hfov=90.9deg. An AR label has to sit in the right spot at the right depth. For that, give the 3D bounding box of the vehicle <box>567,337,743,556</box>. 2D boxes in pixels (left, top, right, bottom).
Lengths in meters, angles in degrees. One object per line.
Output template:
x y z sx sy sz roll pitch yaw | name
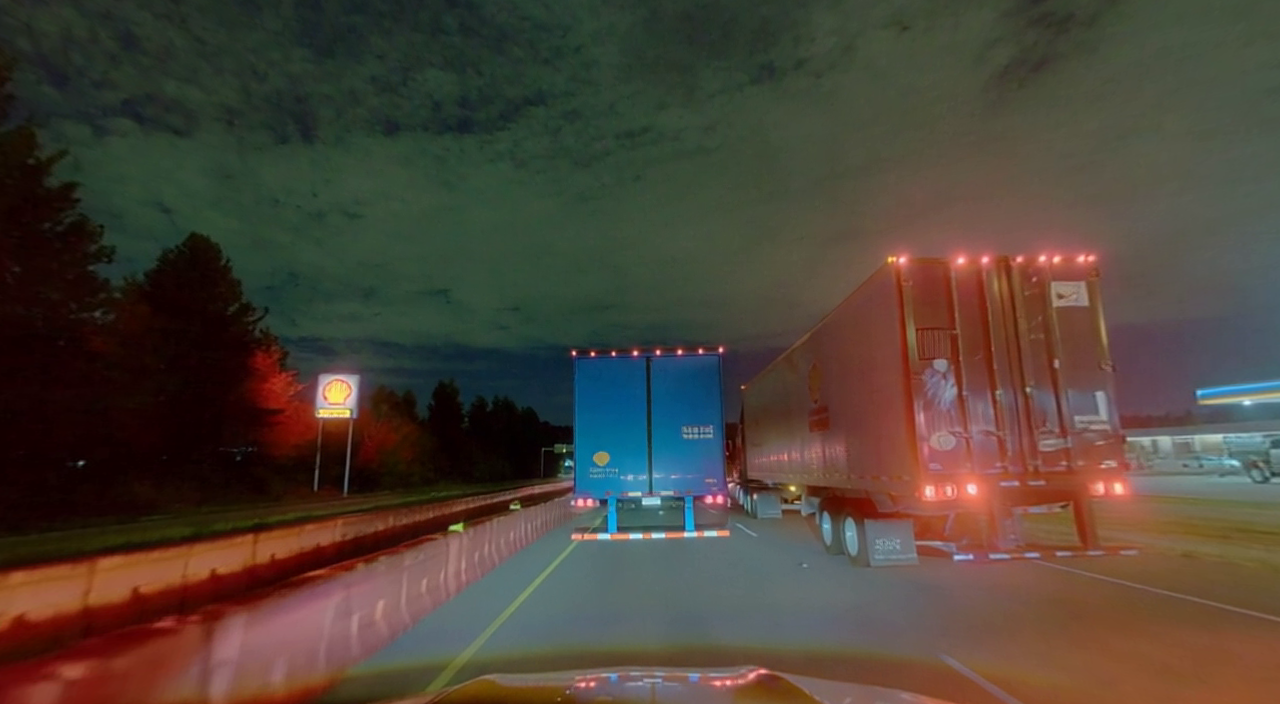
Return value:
0.241 2.191 13.952 2.618 3.306 8.676 1 -10 0 | vehicle

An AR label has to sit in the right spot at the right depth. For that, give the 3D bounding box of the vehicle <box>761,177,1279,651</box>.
4.336 1.227 9.533 2.936 3.640 9.443 1 -10 -1 | vehicle
